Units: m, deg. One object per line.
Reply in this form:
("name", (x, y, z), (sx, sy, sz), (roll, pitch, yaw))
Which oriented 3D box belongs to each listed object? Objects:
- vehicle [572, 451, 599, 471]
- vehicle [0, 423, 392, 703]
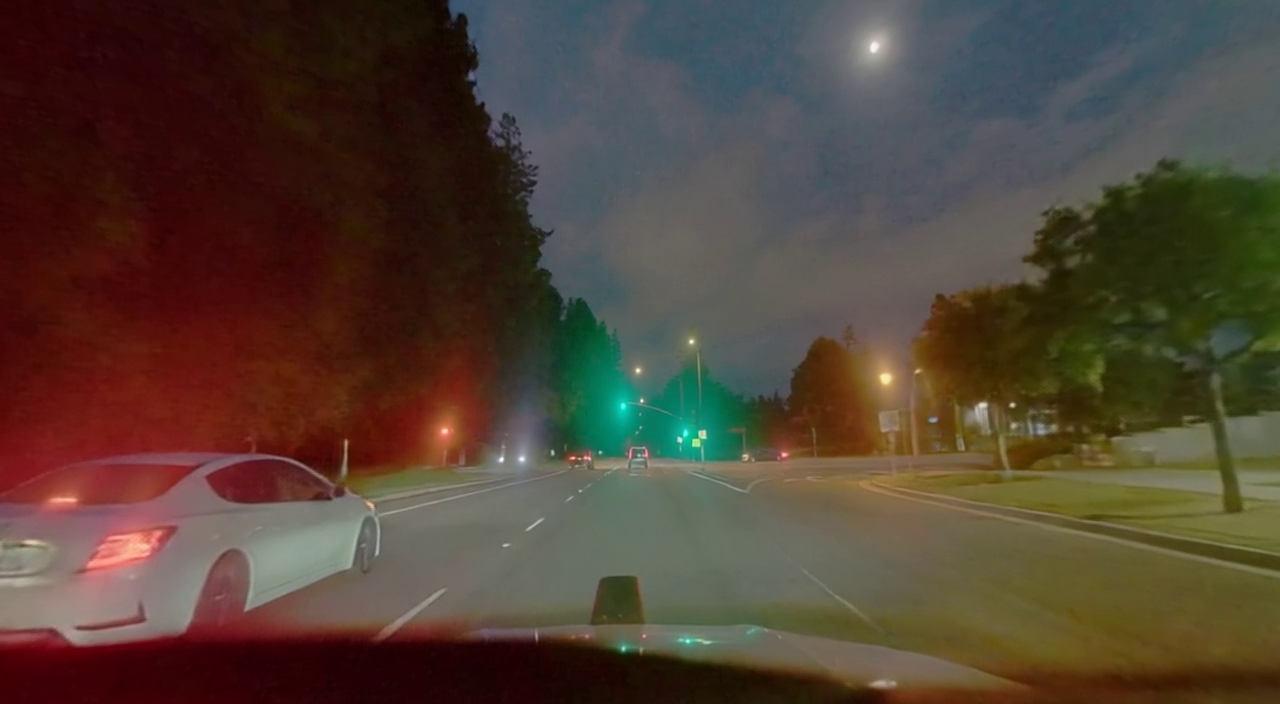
("vehicle", (-4.267, 8.559, 49.725), (1.674, 1.408, 4.141), (0, -9, 1))
("vehicle", (-3.700, 1.326, 4.563), (1.968, 1.459, 4.433), (0, -9, 1))
